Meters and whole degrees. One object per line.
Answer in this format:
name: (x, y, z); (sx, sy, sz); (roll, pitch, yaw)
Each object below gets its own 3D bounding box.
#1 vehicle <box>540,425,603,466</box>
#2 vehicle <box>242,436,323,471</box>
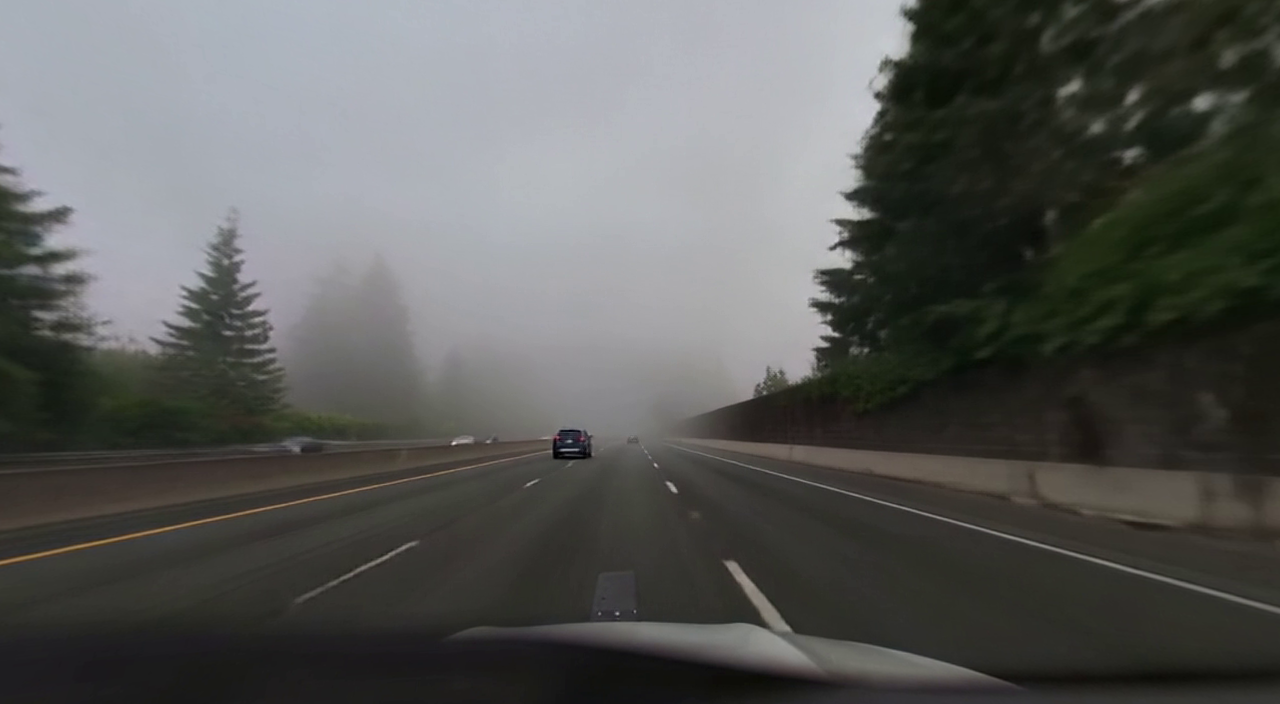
vehicle: (-3.043, 4.268, 28.972); (2.306, 1.730, 4.606); (0, -8, 1)
vehicle: (-18.065, 5.124, 32.045); (1.780, 1.624, 3.976); (0, -8, 0)
